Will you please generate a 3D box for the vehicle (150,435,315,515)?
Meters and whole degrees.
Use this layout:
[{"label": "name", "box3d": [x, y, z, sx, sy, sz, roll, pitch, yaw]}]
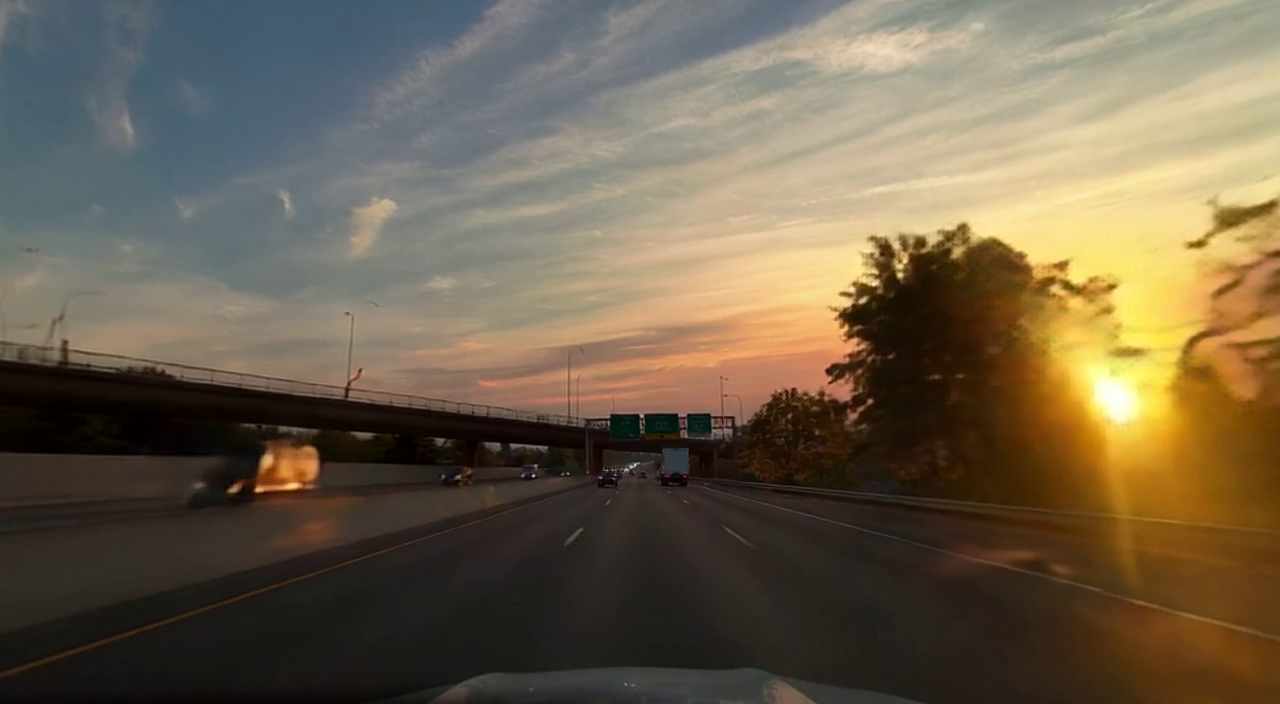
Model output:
[{"label": "vehicle", "box3d": [-15.705, 4.839, 24.935, 2.273, 2.708, 6.121, 1, -10, 0]}]
